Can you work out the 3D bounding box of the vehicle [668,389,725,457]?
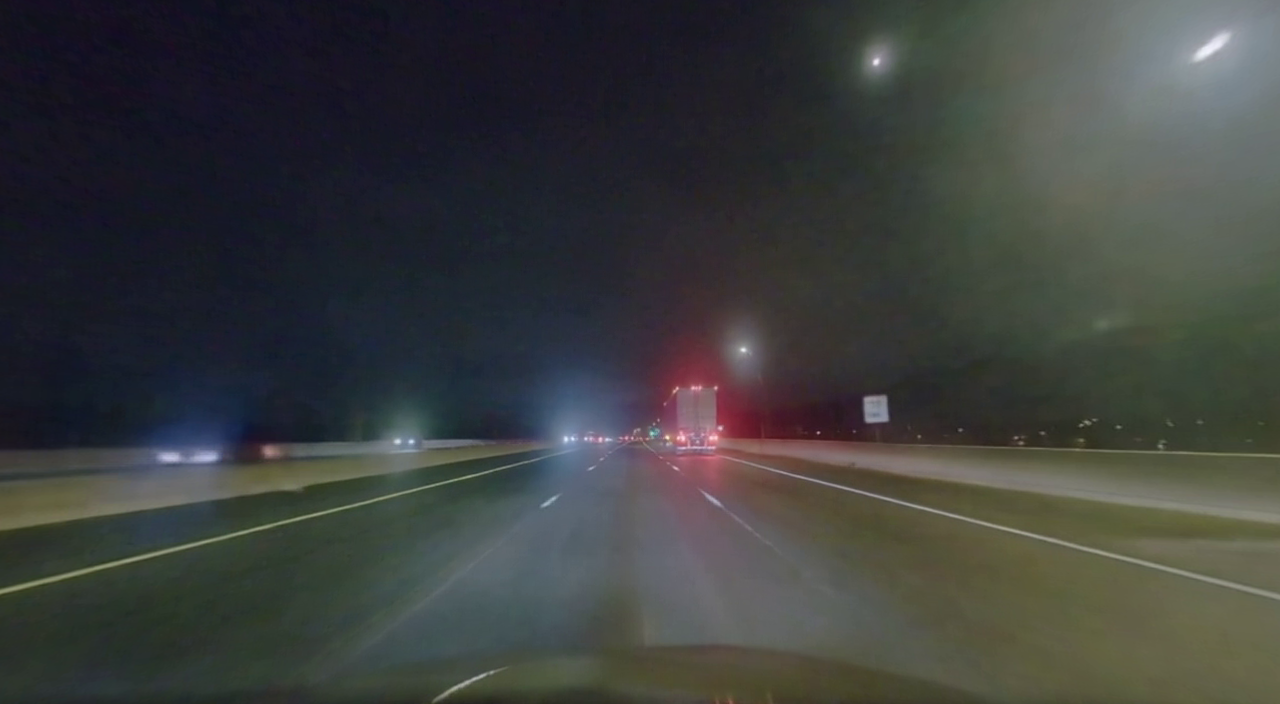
[{"bbox_3d":[3.527,4.775,41.633,2.859,3.981,8.596,0,-8,-1],"label":"vehicle"}]
